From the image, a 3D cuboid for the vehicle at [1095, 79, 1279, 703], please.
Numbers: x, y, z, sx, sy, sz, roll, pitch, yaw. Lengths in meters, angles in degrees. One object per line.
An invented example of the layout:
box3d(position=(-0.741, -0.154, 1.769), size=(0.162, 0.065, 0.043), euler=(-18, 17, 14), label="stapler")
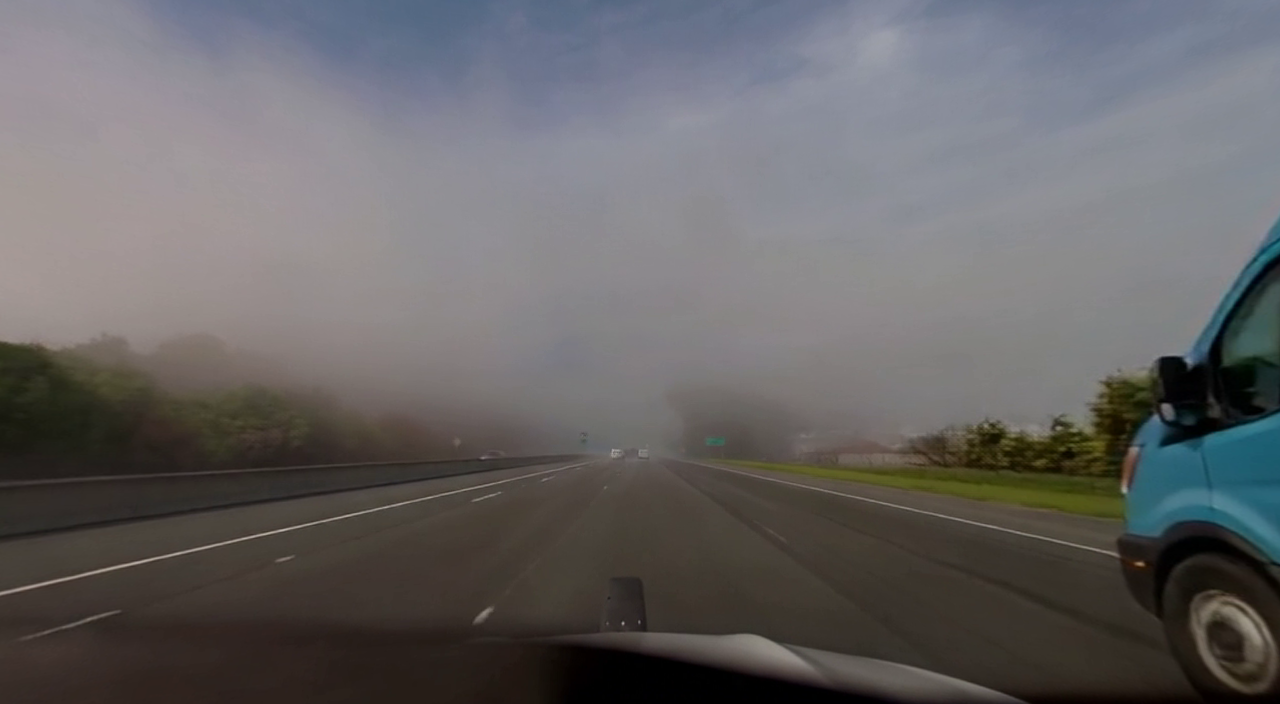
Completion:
box3d(position=(3.994, -0.144, 0.152), size=(2.527, 2.809, 6.831), euler=(0, -9, 0), label="vehicle")
